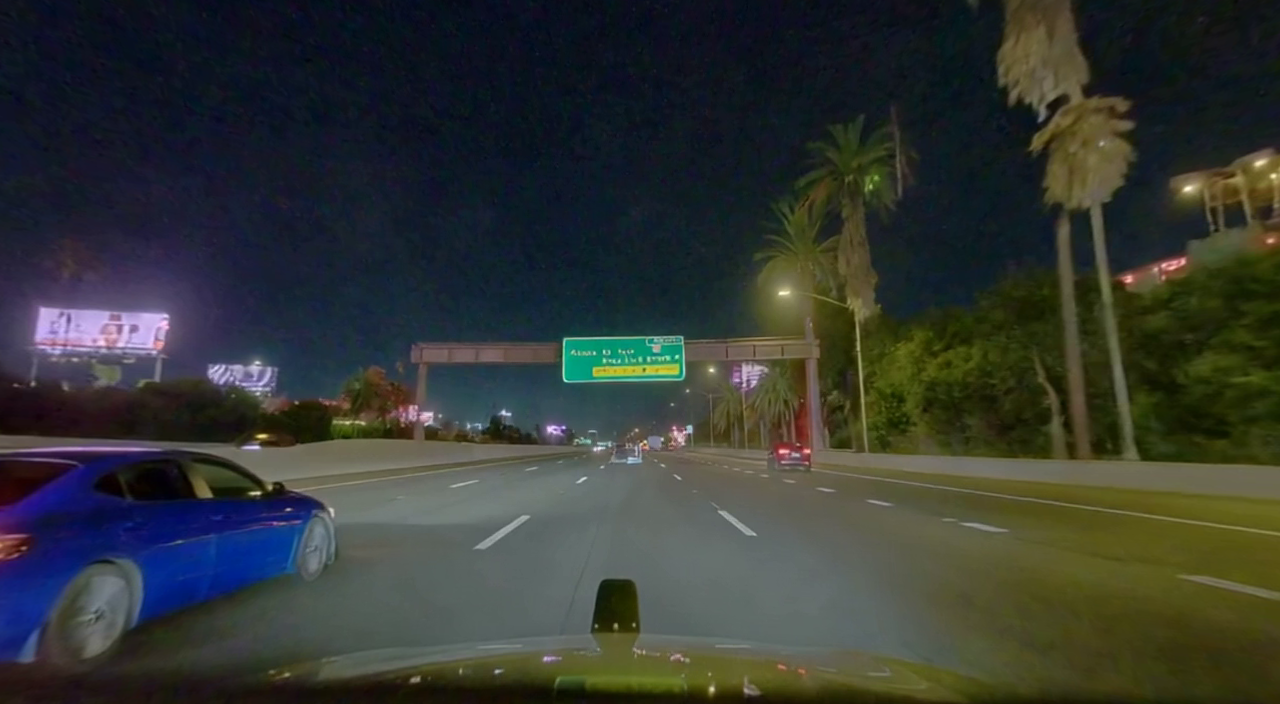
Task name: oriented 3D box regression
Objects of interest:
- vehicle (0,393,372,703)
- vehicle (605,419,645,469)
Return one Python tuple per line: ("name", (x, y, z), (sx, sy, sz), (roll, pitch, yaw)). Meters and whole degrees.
("vehicle", (-4.000, 1.235, 4.521), (2.021, 1.598, 4.887), (0, -8, 0))
("vehicle", (-0.997, 5.901, 40.474), (2.364, 2.953, 6.495), (0, -8, -2))
